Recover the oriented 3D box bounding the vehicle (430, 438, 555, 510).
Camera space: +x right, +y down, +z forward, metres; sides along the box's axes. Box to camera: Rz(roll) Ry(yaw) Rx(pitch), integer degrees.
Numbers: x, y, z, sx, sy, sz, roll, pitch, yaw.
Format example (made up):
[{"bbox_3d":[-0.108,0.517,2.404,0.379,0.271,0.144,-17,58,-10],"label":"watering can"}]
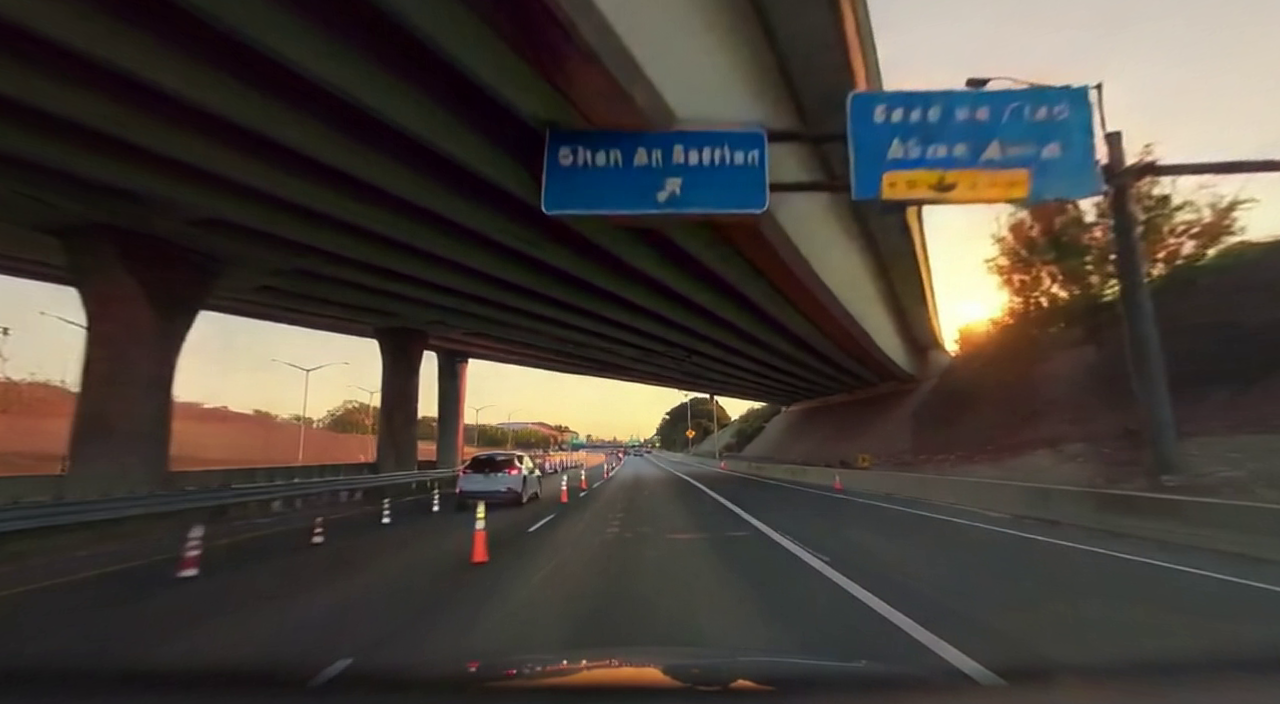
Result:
[{"bbox_3d":[-3.577,3.075,16.403,2.069,1.560,5.018,0,-9,0],"label":"vehicle"}]
